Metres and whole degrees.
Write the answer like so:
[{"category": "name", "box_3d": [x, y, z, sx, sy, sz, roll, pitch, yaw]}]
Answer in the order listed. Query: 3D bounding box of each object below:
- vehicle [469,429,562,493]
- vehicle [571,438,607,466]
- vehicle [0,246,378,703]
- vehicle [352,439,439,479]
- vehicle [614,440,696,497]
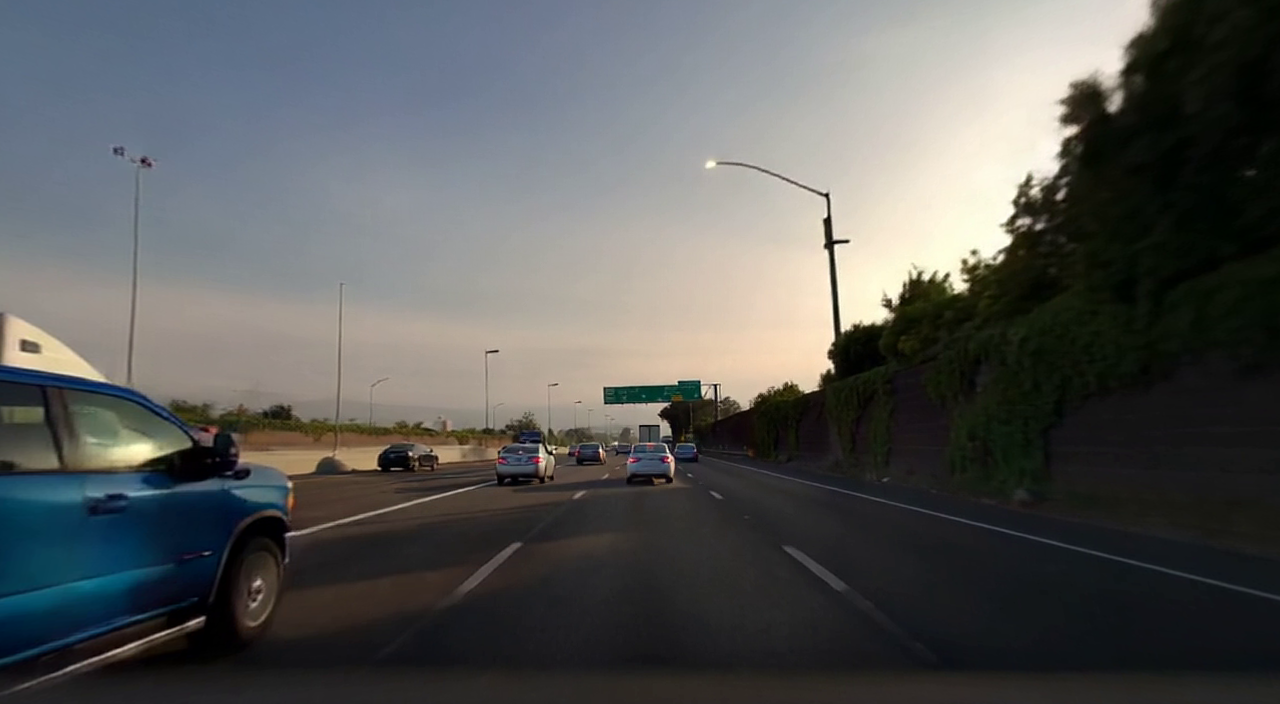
[{"category": "vehicle", "box_3d": [-3.654, 3.294, 19.352, 1.903, 1.721, 4.210, 0, -8, 1]}, {"category": "vehicle", "box_3d": [-3.219, 6.429, 40.720, 1.897, 1.646, 4.049, 0, -8, 1]}, {"category": "vehicle", "box_3d": [-3.459, 0.668, 2.380, 2.269, 2.060, 5.933, 0, -8, 1]}, {"category": "vehicle", "box_3d": [-10.437, 4.578, 27.292, 1.941, 1.602, 4.277, 0, -8, 2]}, {"category": "vehicle", "box_3d": [0.380, 3.234, 17.943, 2.054, 1.421, 4.090, 0, -8, 0]}]
